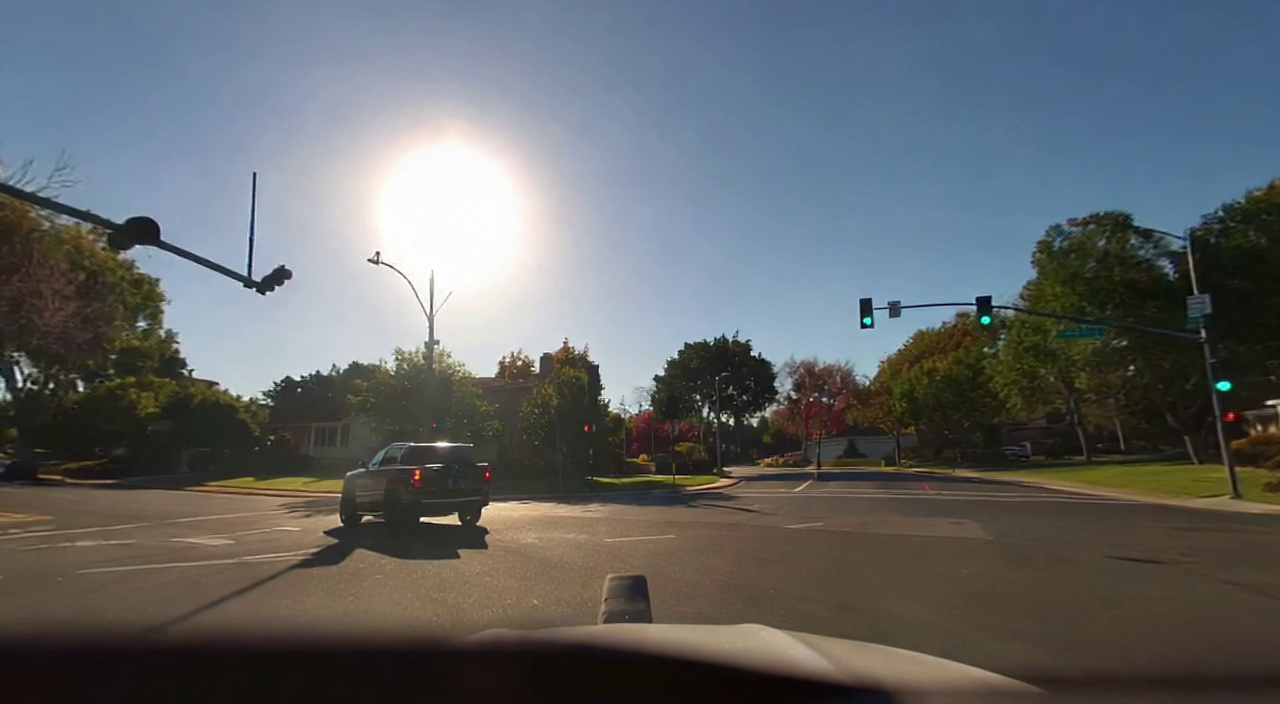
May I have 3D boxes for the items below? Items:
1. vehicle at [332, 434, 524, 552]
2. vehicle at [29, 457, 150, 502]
[{"bbox_3d":[-4.366,2.595,12.499,2.141,1.833,4.704,6,-11,-37],"label":"vehicle"},{"bbox_3d":[-20.516,4.669,23.456,4.558,1.433,1.983,-5,-10,31],"label":"vehicle"}]
